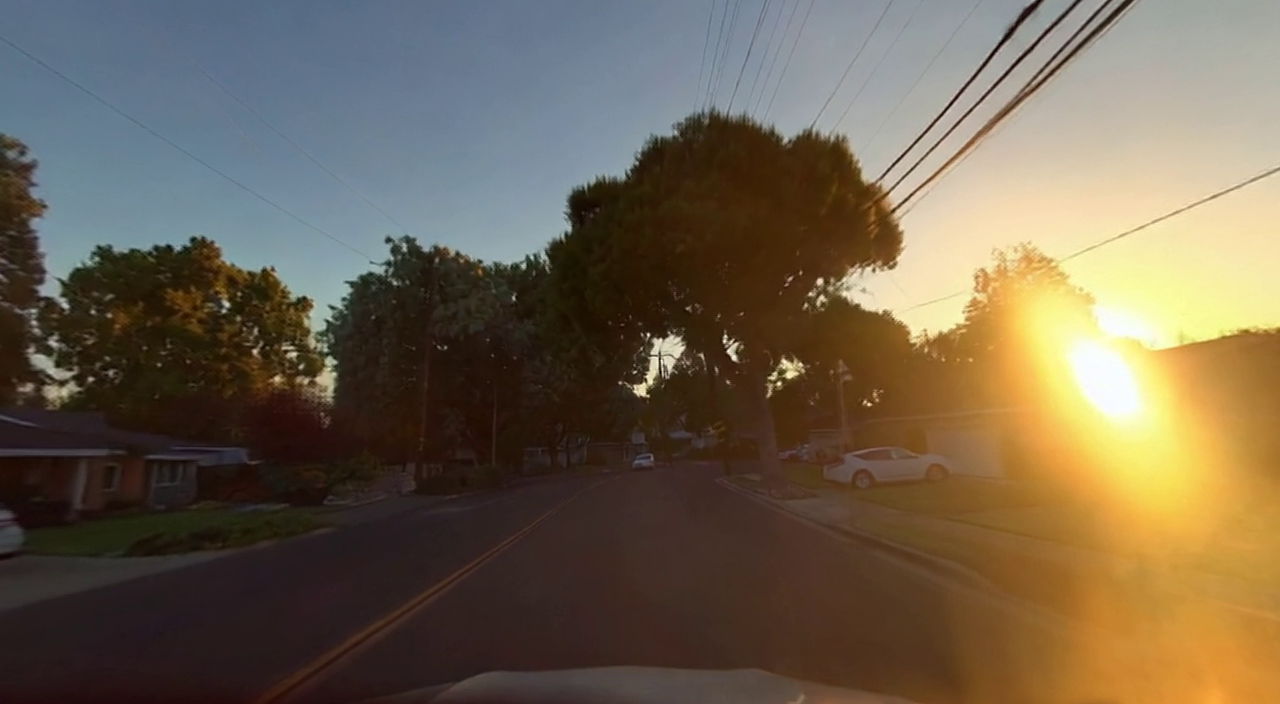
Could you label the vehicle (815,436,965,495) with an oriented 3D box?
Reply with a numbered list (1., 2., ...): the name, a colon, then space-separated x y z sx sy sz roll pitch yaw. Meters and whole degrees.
1. vehicle: 7.729 3.531 19.843 3.846 1.725 1.920 0 -8 -3
